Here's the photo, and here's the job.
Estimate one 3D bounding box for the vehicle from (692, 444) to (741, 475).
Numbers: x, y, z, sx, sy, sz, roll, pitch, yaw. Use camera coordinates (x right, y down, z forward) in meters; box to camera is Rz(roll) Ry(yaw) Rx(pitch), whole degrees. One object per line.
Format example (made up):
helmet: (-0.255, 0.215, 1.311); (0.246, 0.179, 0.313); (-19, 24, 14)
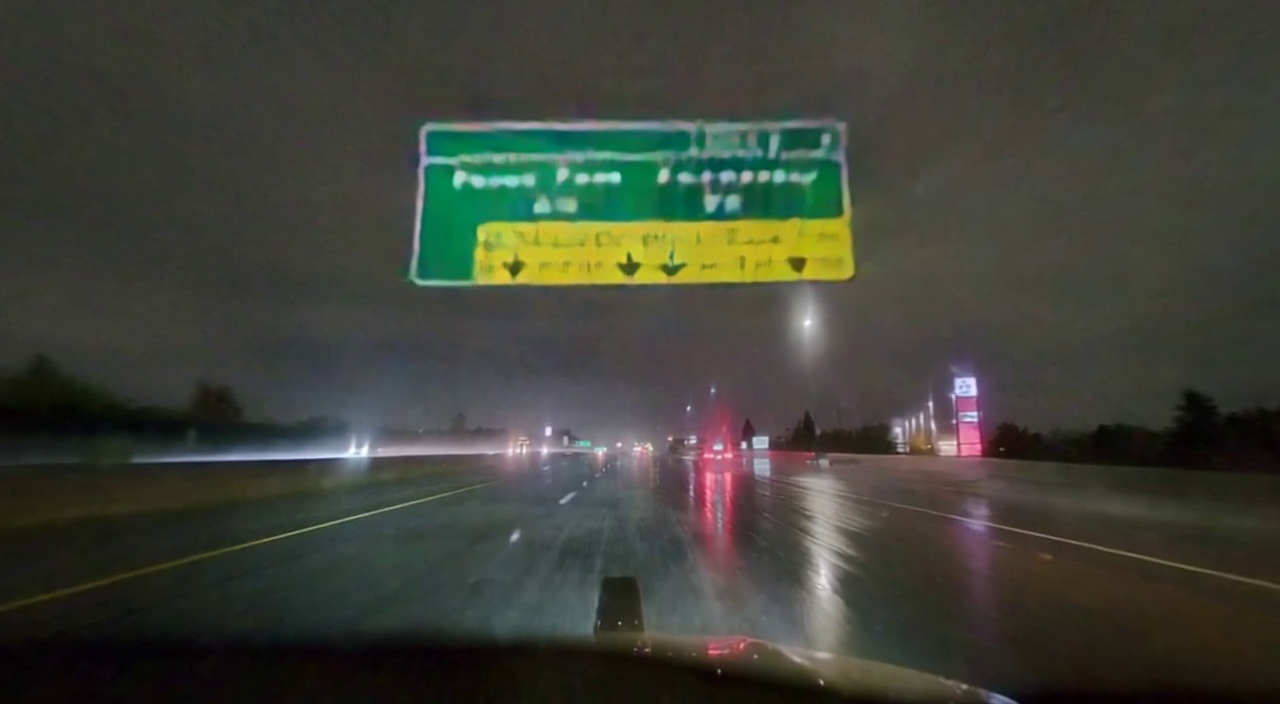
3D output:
vehicle: (4.034, 5.737, 33.664); (1.984, 1.540, 3.973); (0, -9, -2)
